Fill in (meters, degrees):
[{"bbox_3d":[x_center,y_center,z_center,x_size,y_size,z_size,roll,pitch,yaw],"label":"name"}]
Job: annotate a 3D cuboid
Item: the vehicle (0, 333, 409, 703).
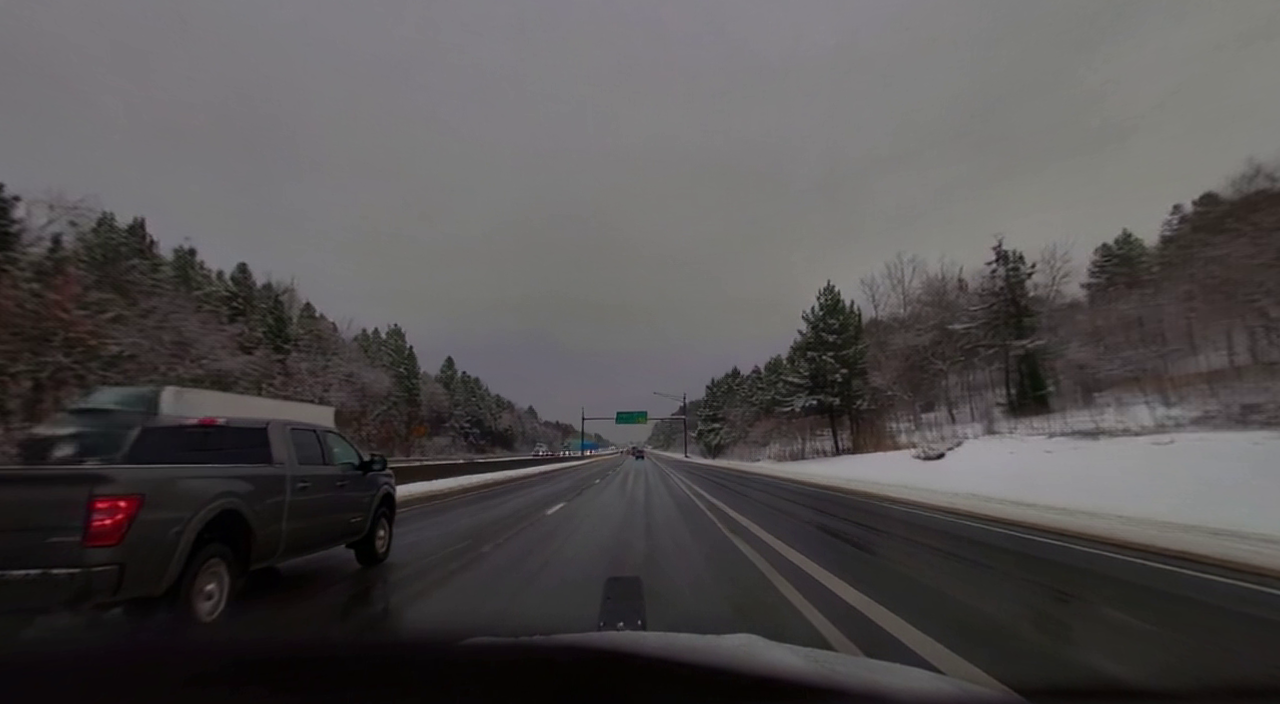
[{"bbox_3d":[-3.869,1.185,4.771,2.214,1.872,5.179,0,-9,1],"label":"vehicle"}]
